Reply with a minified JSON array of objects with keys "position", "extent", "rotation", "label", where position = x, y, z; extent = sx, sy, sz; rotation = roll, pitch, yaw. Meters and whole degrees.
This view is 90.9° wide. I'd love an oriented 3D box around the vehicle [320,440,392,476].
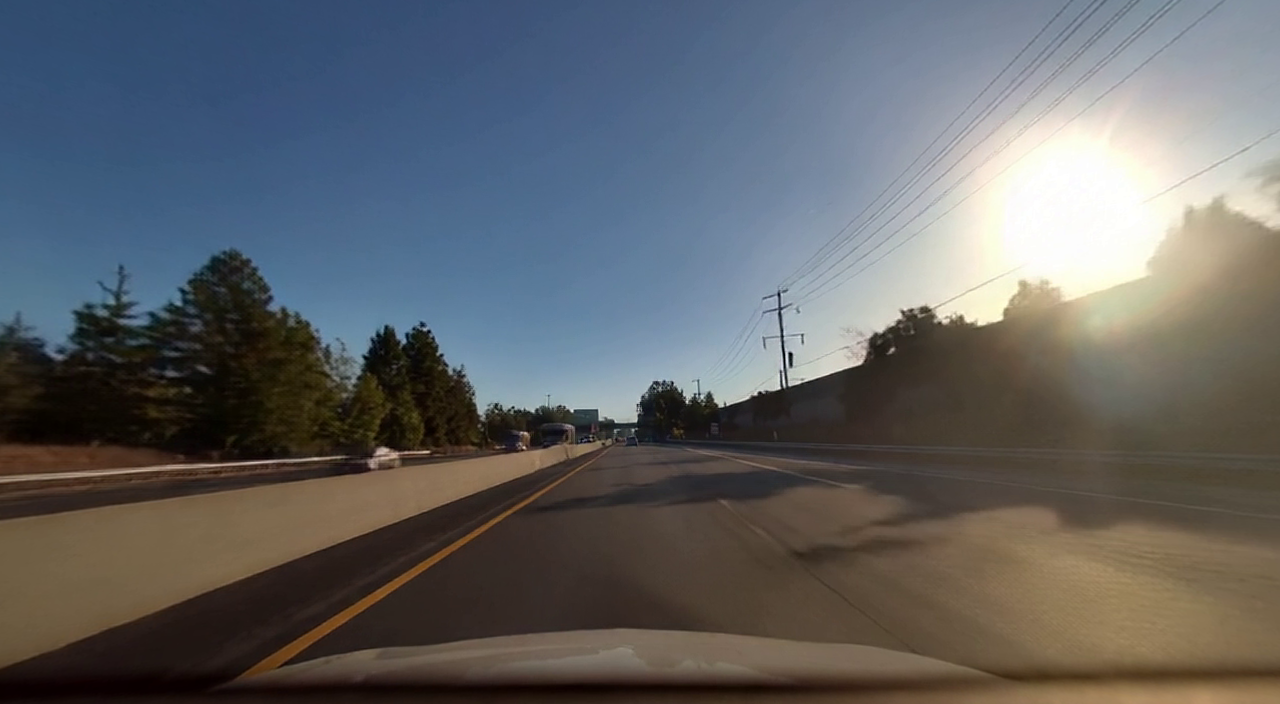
[{"position":[-13.410,5.008,30.003],"extent":[1.772,1.608,3.389],"rotation":[0,-8,1],"label":"vehicle"}]
